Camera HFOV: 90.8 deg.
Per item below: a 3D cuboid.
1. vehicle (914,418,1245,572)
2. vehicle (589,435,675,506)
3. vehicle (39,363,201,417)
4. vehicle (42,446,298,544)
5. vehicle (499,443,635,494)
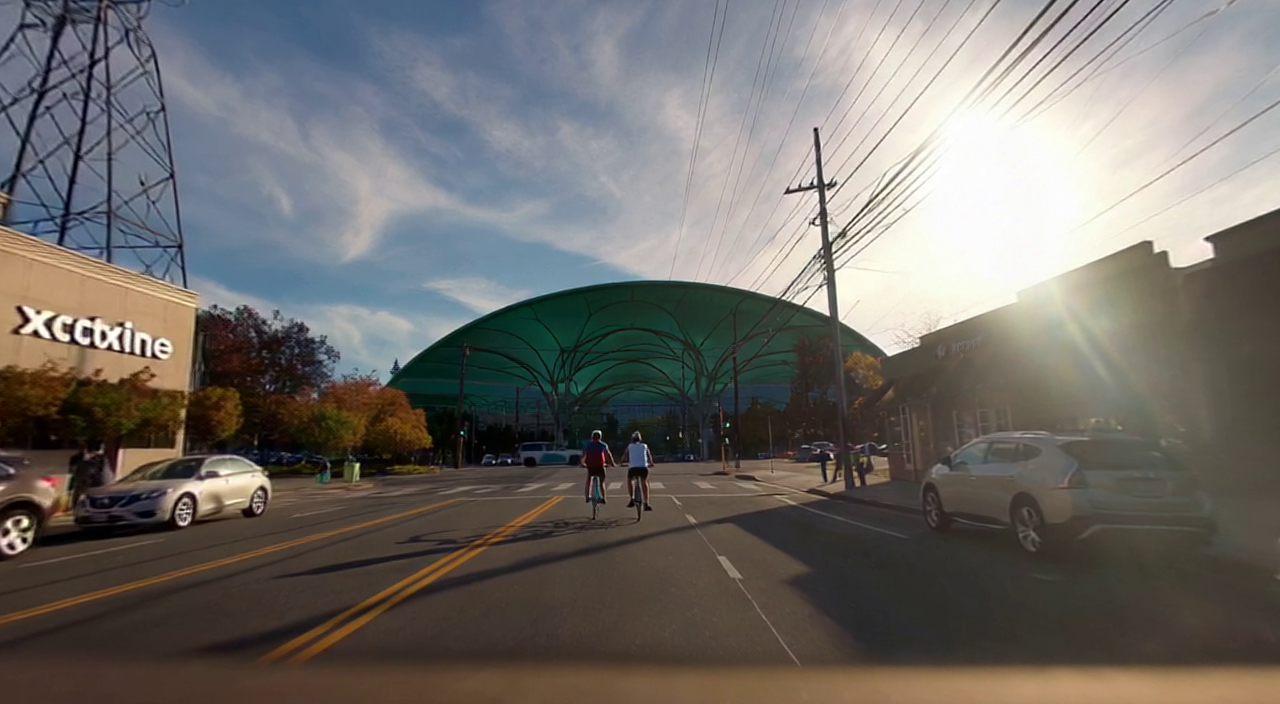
[{"bbox_3d":[5.829,1.902,9.164,1.873,1.714,3.979,0,-8,0],"label":"vehicle"},{"bbox_3d":[-0.171,3.321,18.174,2.190,1.783,4.048,0,-8,1],"label":"vehicle"},{"bbox_3d":[-17.107,1.302,20.942,3.685,1.584,1.708,1,-9,-3],"label":"vehicle"},{"bbox_3d":[-10.240,3.079,14.445,2.075,1.816,4.900,0,-8,0],"label":"vehicle"},{"bbox_3d":[-2.945,4.592,25.282,4.961,1.832,2.287,3,-9,-21],"label":"vehicle"}]
